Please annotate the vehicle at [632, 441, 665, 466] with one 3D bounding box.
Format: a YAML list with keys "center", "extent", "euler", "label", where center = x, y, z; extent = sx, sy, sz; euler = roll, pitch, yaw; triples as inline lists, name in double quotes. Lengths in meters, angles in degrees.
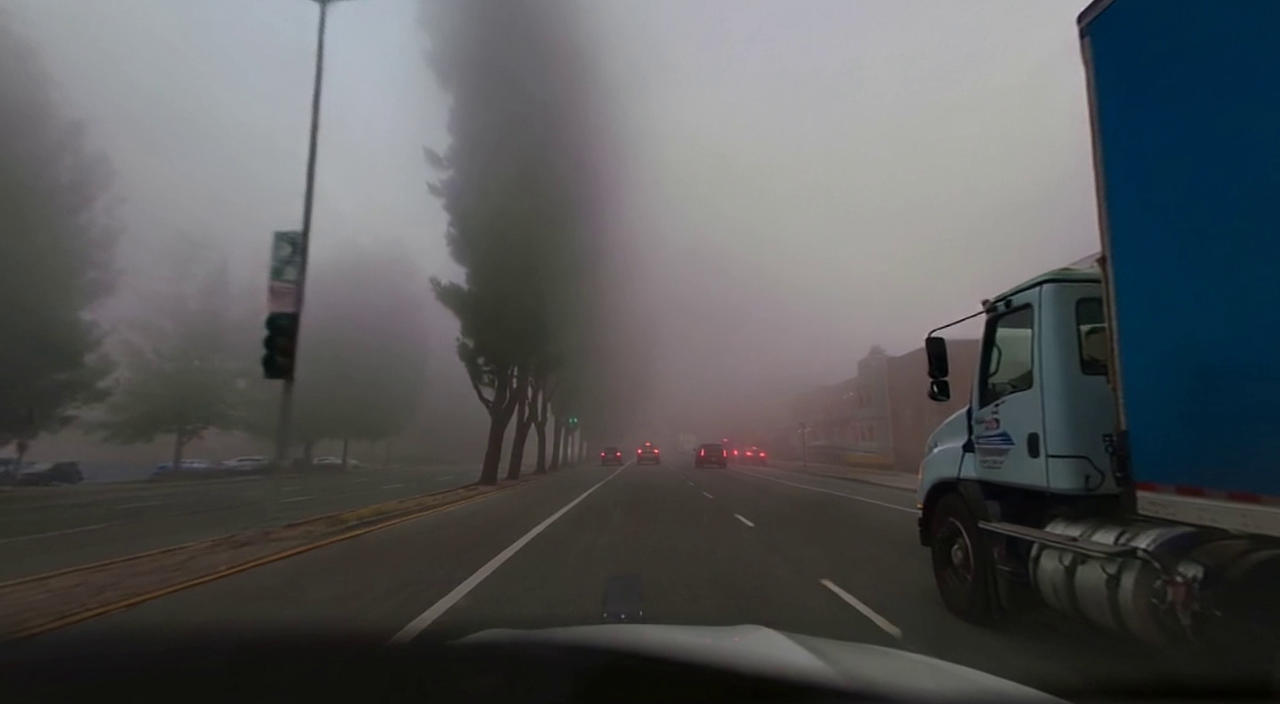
- center: [0.591, 7.305, 45.449]
  extent: [2.276, 1.704, 3.925]
  euler: [0, -8, 1]
  label: "vehicle"

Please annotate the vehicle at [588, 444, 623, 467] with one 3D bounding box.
- center: [-2.521, 7.700, 47.108]
  extent: [2.211, 1.537, 4.666]
  euler: [0, -8, 2]
  label: "vehicle"

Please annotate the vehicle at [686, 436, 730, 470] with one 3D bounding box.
- center: [4.082, 6.144, 38.480]
  extent: [2.196, 1.908, 4.412]
  euler: [0, -8, 0]
  label: "vehicle"

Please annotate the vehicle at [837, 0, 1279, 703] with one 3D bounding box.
- center: [3.584, -0.222, 2.725]
  extent: [3.006, 3.679, 8.506]
  euler: [-1, -8, 3]
  label: "vehicle"

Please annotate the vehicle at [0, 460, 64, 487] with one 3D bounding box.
- center: [-37.660, 7.245, 37.817]
  extent: [1.886, 1.437, 4.572]
  euler: [0, -8, 0]
  label: "vehicle"

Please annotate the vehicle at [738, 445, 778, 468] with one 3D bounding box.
- center: [8.317, 7.369, 44.674]
  extent: [2.006, 1.484, 4.289]
  euler: [0, -8, 0]
  label: "vehicle"
